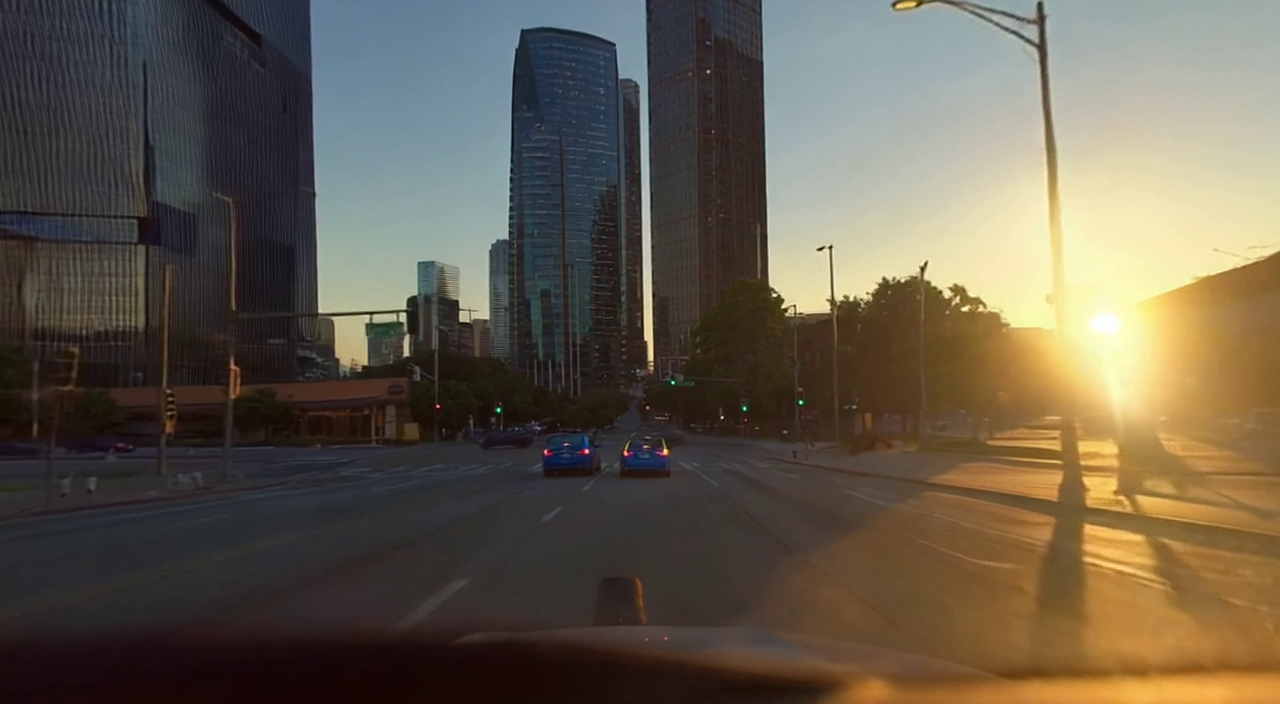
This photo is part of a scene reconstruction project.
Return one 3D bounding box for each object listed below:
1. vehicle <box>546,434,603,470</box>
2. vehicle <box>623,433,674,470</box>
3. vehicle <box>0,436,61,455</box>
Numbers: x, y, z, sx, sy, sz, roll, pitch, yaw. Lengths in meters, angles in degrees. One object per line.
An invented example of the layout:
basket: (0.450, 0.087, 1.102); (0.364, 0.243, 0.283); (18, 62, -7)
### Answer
vehicle: (-2.823, 4.435, 28.215); (1.995, 1.479, 4.627); (0, -8, 1)
vehicle: (0.345, 4.247, 27.136); (2.016, 1.478, 3.795); (0, -8, 0)
vehicle: (-48.350, 7.281, 49.106); (4.531, 1.470, 1.769); (2, -9, -13)
